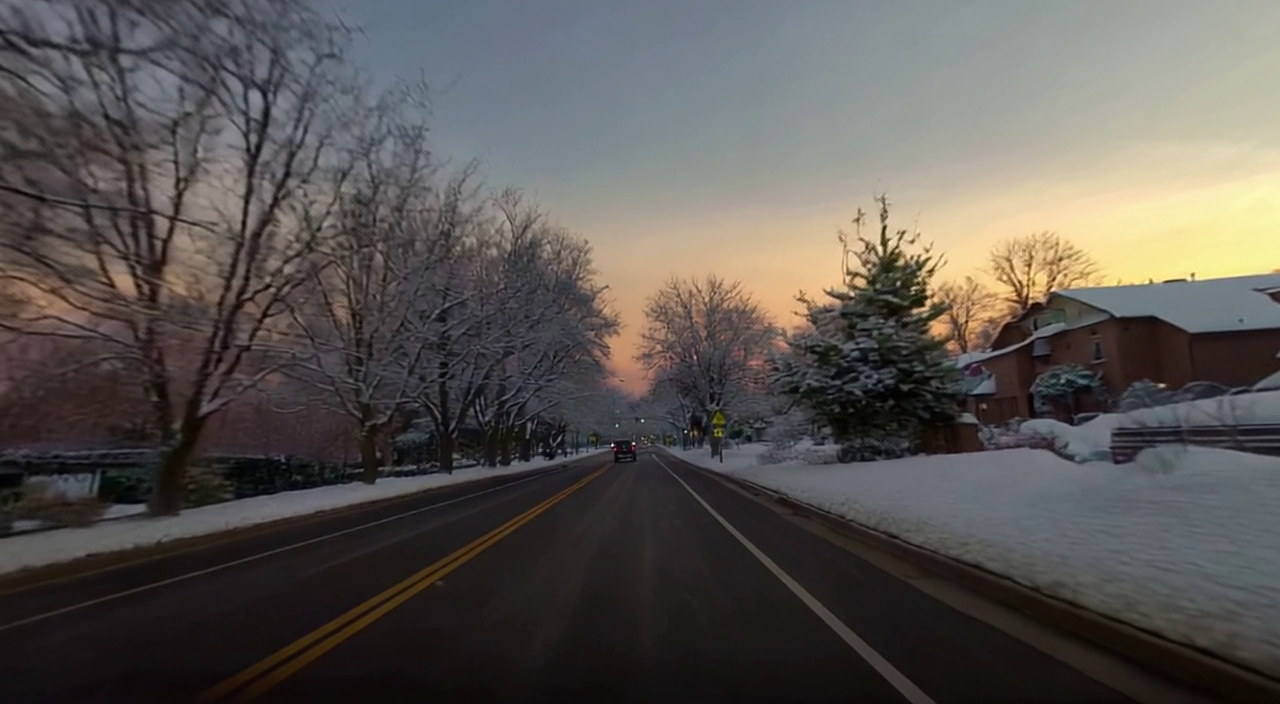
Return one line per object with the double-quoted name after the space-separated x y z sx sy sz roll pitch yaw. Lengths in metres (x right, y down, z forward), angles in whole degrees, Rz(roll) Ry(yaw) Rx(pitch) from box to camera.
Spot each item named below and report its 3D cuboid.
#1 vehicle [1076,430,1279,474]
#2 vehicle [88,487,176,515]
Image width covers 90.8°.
14.558 2.725 17.335 1.987 1.039 4.499 0 -9 0 "vehicle"
-29.385 8.612 36.589 3.675 1.432 1.636 -1 -9 3 "vehicle"
